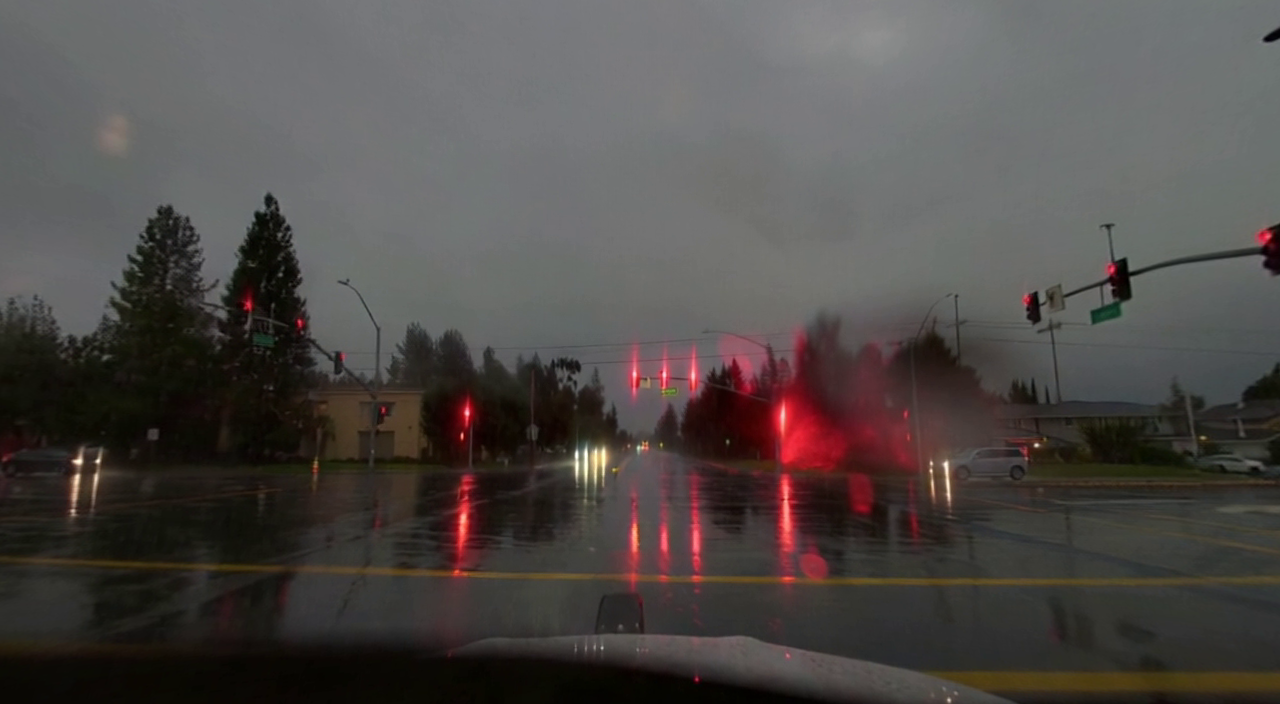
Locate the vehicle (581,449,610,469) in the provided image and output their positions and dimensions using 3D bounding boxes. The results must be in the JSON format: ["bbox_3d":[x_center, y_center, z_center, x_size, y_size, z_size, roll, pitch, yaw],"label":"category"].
[{"bbox_3d":[-3.423,8.353,49.194,1.908,1.441,4.142,0,-8,1],"label":"vehicle"}]

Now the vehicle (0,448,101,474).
[{"bbox_3d":[-35.116,6.419,37.201,4.741,1.447,1.807,0,-9,0],"label":"vehicle"}]

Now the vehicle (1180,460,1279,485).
[{"bbox_3d":[36.239,7.307,38.278,4.976,1.428,1.929,0,-8,-2],"label":"vehicle"}]

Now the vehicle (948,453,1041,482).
[{"bbox_3d":[21.118,6.870,37.576,4.447,1.623,1.801,0,-9,-3],"label":"vehicle"}]
